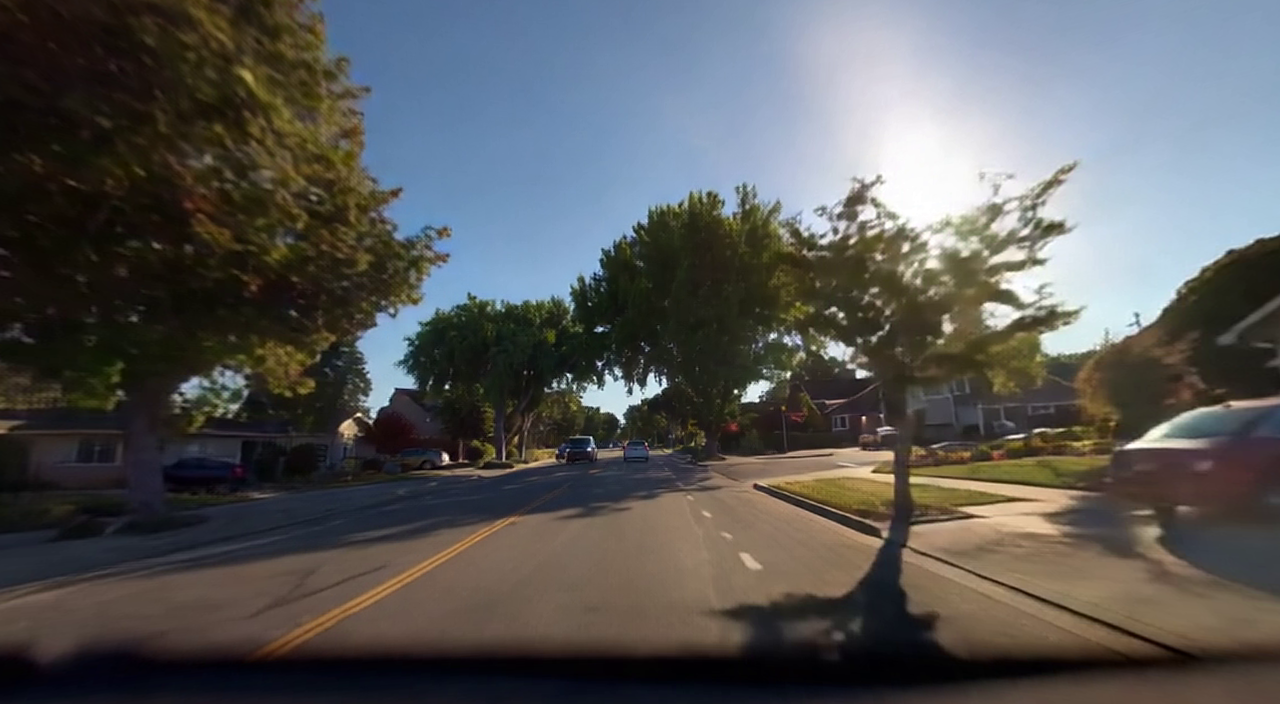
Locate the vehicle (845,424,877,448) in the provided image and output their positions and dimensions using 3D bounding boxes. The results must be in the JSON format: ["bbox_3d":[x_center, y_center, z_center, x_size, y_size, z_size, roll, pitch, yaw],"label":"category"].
[{"bbox_3d":[16.891,6.388,48.150,1.979,1.434,4.607,-7,-7,21],"label":"vehicle"}]

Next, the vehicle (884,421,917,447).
[{"bbox_3d":[19.506,6.138,47.371,2.114,1.677,4.707,-5,-6,22],"label":"vehicle"}]

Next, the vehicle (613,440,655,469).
[{"bbox_3d":[-0.335,5.471,33.860,2.098,1.483,4.099,0,-9,-1],"label":"vehicle"}]

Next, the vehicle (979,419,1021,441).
[{"bbox_3d":[25.225,5.454,44.349,1.603,1.430,3.662,-3,-6,15],"label":"vehicle"}]

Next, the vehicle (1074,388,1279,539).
[{"bbox_3d":[8.701,1.188,8.069,4.740,1.467,2.074,-6,-8,-4],"label":"vehicle"}]

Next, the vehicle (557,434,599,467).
[{"bbox_3d":[-4.492,7.247,46.740,2.451,2.182,5.485,-3,-9,1],"label":"vehicle"}]

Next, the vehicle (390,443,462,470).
[{"bbox_3d":[-15.028,7.354,44.512,4.223,1.753,2.134,0,-8,6],"label":"vehicle"}]
